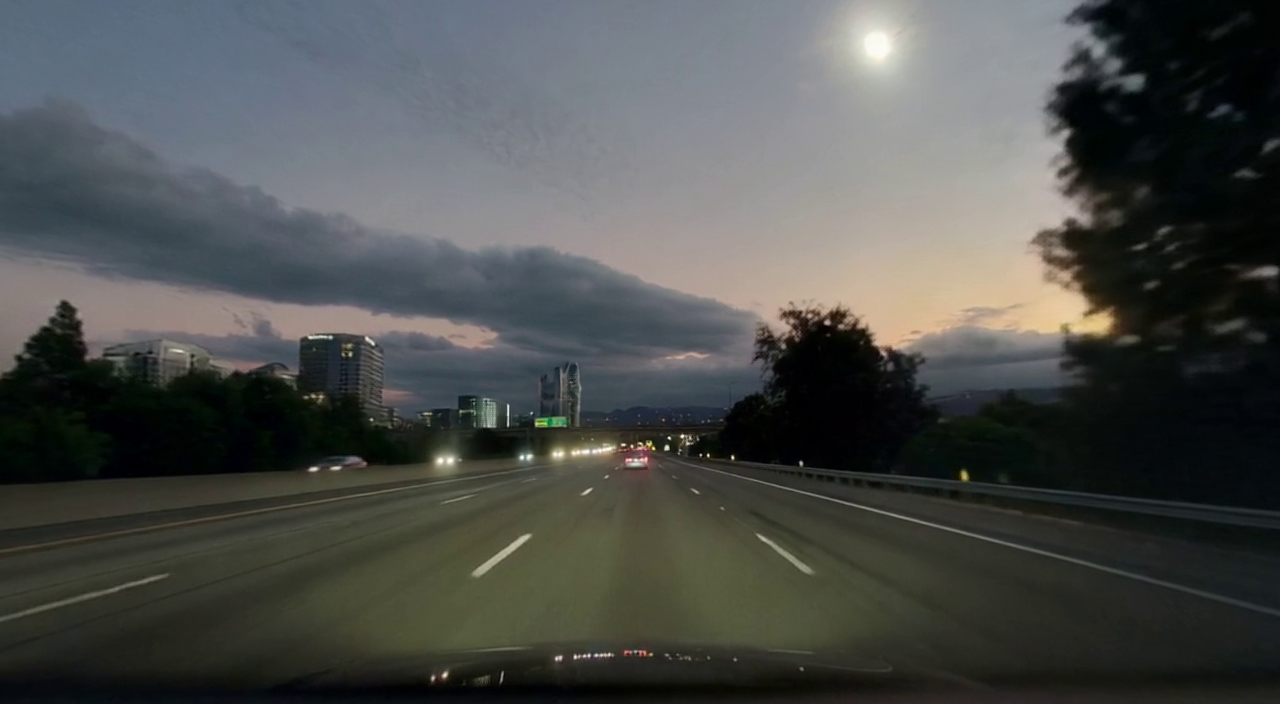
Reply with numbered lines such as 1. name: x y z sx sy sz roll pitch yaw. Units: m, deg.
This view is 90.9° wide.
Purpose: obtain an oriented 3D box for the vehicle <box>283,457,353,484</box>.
1. vehicle: -19.248 7.081 37.865 1.833 1.416 4.504 0 -9 0
